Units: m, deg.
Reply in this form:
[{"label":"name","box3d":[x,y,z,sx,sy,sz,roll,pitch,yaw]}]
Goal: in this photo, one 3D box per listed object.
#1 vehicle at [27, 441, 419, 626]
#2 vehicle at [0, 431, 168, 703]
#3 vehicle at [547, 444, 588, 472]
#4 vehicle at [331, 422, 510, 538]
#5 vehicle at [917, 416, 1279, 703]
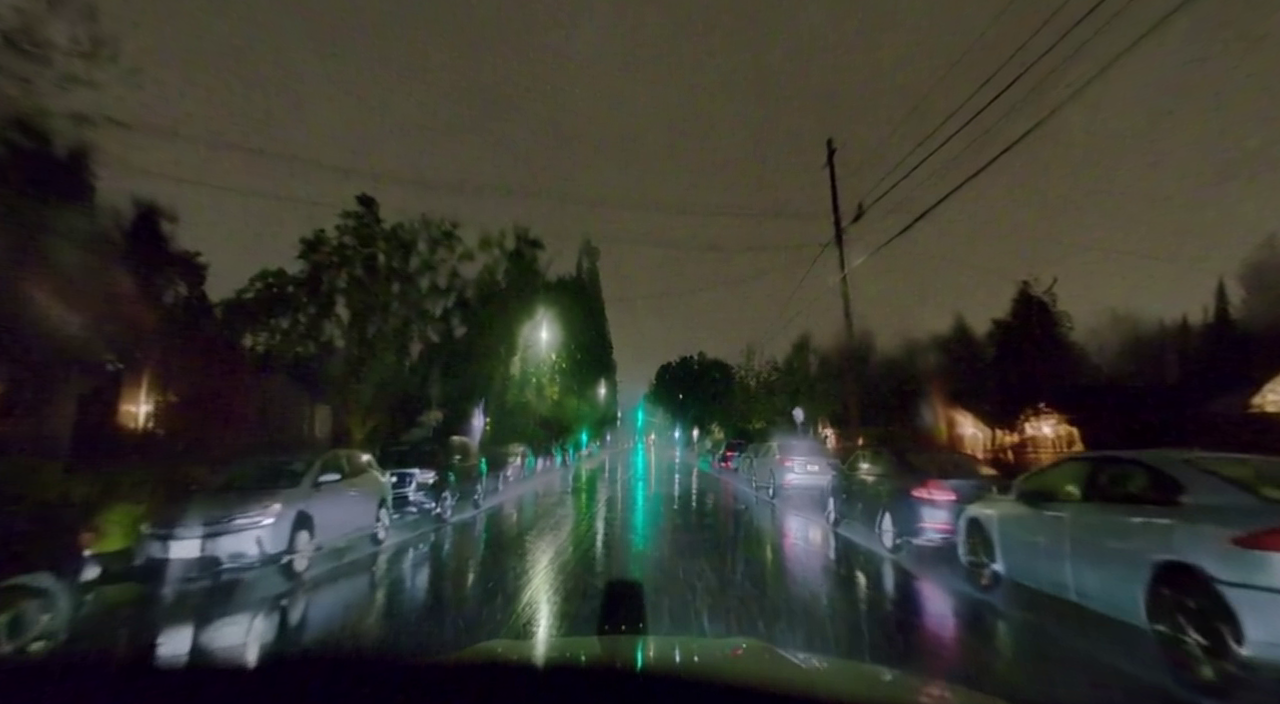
[{"label":"vehicle","box3d":[-4.490,1.925,7.870,1.920,1.501,4.552,-2,-8,-2]},{"label":"vehicle","box3d":[-4.549,1.118,2.674,1.870,1.562,4.212,0,-8,-2]},{"label":"vehicle","box3d":[-4.379,6.457,38.505,2.013,1.645,4.318,0,-8,0]},{"label":"vehicle","box3d":[-4.655,2.727,14.393,2.239,1.970,5.558,-4,-7,-2]},{"label":"vehicle","box3d":[4.022,1.327,4.722,1.862,1.525,4.421,0,-8,0]}]
